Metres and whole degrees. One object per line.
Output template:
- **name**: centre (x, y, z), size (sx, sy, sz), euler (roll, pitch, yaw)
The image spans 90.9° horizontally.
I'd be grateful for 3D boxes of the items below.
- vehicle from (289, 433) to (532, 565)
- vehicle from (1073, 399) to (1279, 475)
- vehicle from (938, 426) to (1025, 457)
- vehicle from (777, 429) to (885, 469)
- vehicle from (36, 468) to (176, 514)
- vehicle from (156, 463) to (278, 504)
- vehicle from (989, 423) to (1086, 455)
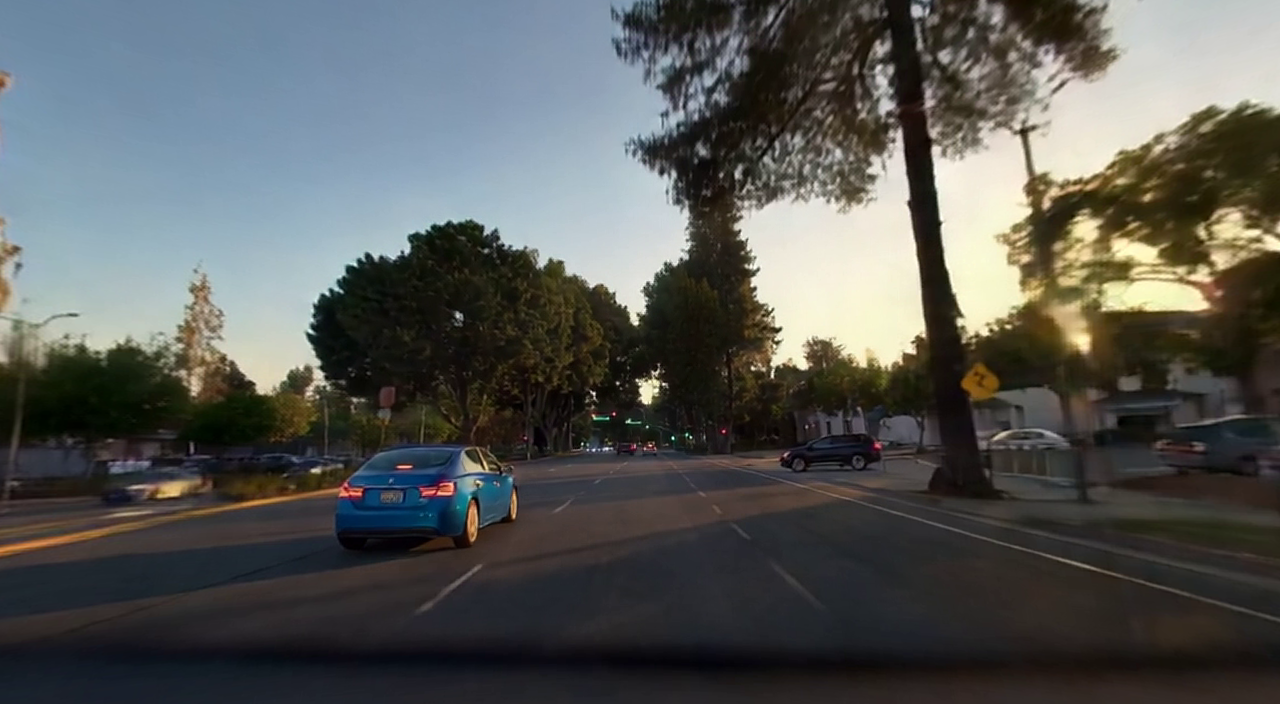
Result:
- **vehicle**: centre (-3.015, 2.023, 9.487), size (1.924, 1.480, 4.421), euler (-1, -9, 1)
- **vehicle**: centre (13.092, 1.989, 14.755), size (4.349, 1.615, 2.068), euler (0, -8, 0)
- **vehicle**: centre (17.382, 4.605, 32.327), size (1.966, 1.451, 4.297), euler (0, -9, -1)
- **vehicle**: centre (8.716, 4.490, 29.165), size (4.511, 1.720, 2.131), euler (-2, -8, 11)
- **vehicle**: centre (-21.594, 5.605, 25.790), size (1.820, 1.423, 4.577), euler (-3, -9, -1)
- **vehicle**: centre (-17.748, 5.515, 26.801), size (1.832, 1.408, 4.799), euler (0, -9, 1)
- **vehicle**: centre (20.137, 4.489, 32.215), size (1.857, 1.471, 4.717), euler (0, -9, -1)
